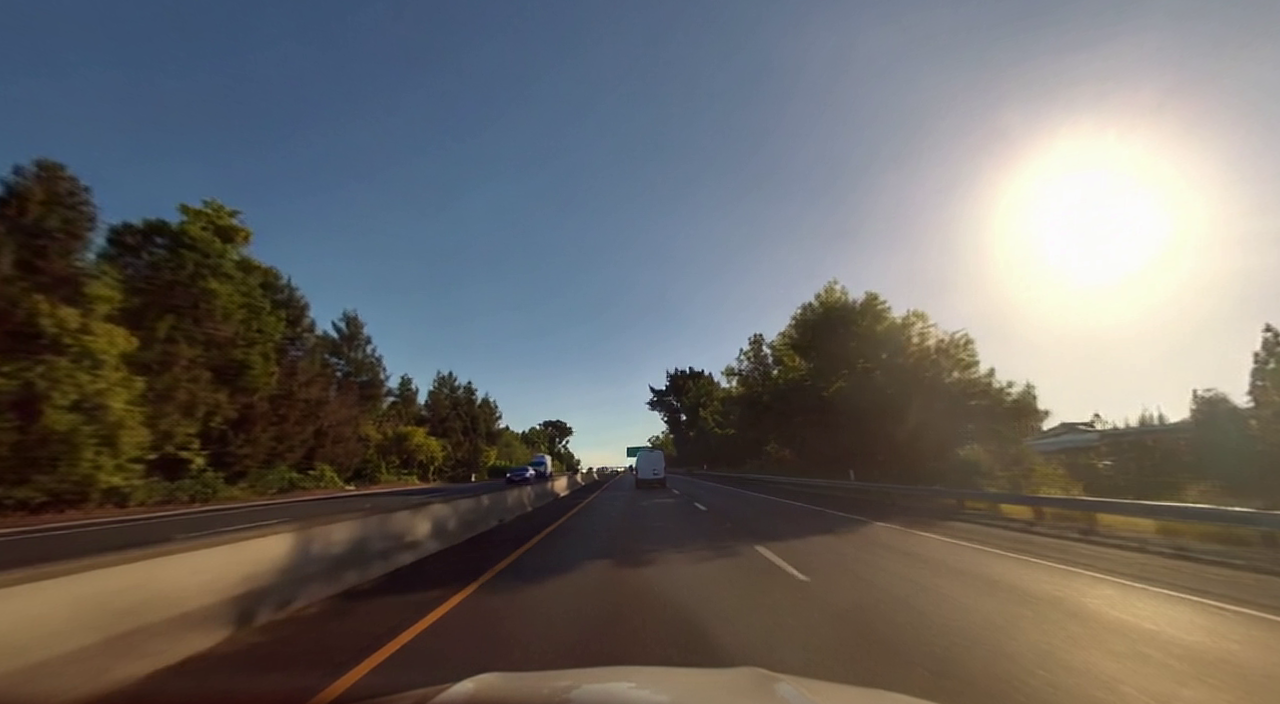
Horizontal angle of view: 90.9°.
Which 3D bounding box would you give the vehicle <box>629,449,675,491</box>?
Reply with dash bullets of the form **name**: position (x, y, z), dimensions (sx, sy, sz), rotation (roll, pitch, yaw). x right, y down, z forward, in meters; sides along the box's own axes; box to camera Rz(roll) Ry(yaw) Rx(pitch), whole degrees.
- **vehicle**: position (0.620, 6.783, 36.234), dimensions (2.429, 2.167, 4.558), rotation (1, -10, -2)
